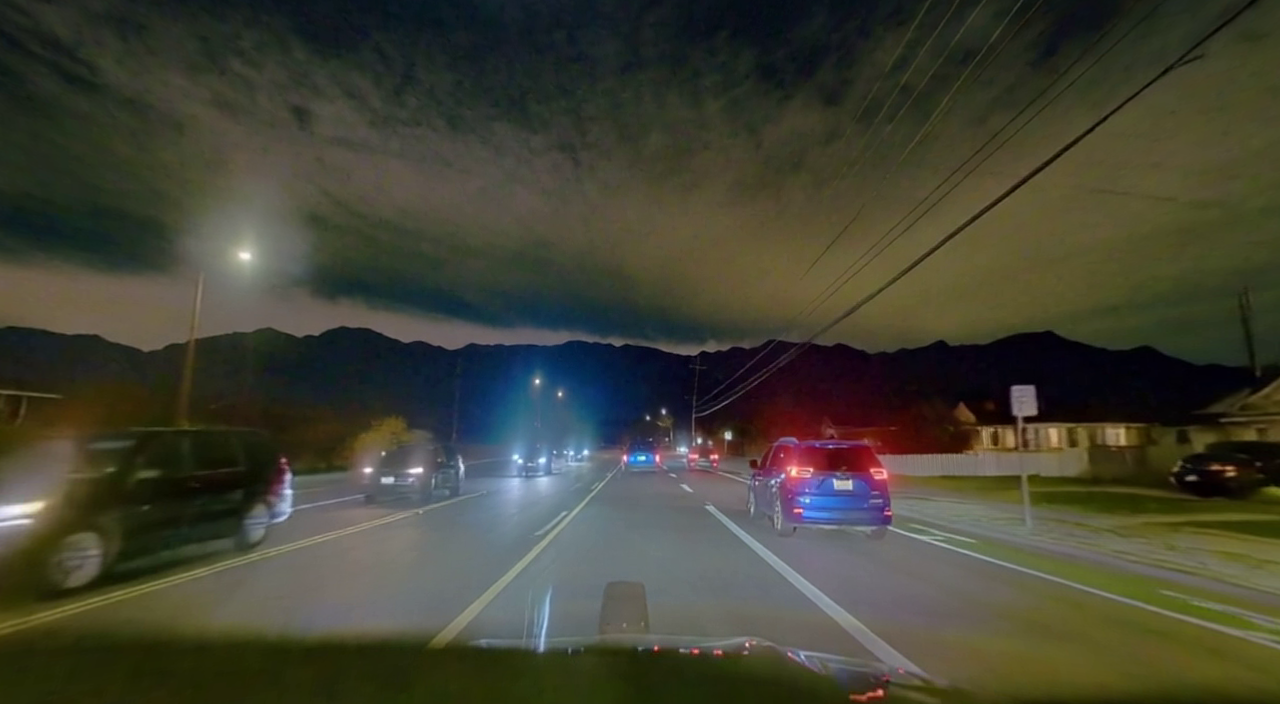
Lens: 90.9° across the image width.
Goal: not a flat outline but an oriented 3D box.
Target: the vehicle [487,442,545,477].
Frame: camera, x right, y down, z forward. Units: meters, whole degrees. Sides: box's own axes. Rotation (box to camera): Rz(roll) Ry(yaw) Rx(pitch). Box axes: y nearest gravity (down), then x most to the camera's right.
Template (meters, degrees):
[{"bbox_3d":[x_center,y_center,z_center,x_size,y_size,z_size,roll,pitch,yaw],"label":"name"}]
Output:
[{"bbox_3d":[-6.407,5.610,33.117,2.095,1.695,4.431,0,-8,0],"label":"vehicle"}]

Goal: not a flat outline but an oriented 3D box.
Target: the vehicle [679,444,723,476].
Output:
[{"bbox_3d":[3.364,6.014,35.416,1.957,1.646,4.355,0,-8,-1],"label":"vehicle"}]

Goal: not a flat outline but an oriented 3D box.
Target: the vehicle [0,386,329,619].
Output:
[{"bbox_3d":[-6.221,1.611,7.718,1.993,1.884,5.481,0,-8,0],"label":"vehicle"}]

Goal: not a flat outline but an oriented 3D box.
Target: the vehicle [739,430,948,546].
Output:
[{"bbox_3d":[3.320,2.313,11.533,2.155,1.658,4.721,0,-8,-1],"label":"vehicle"}]

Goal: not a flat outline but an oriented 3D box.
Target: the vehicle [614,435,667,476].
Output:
[{"bbox_3d":[0.021,5.529,33.854,2.636,2.011,5.130,0,-8,0],"label":"vehicle"}]

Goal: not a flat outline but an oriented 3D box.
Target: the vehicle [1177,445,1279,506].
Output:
[{"bbox_3d":[17.202,3.189,16.368,4.656,1.461,1.955,0,-9,1],"label":"vehicle"}]

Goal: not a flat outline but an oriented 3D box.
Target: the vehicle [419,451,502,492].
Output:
[{"bbox_3d":[-6.463,4.326,23.152,1.770,1.305,4.258,0,-8,1],"label":"vehicle"}]

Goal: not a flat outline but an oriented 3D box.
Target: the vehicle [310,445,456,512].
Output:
[{"bbox_3d":[-6.437,3.171,16.478,1.891,1.479,4.624,0,-8,0],"label":"vehicle"}]
